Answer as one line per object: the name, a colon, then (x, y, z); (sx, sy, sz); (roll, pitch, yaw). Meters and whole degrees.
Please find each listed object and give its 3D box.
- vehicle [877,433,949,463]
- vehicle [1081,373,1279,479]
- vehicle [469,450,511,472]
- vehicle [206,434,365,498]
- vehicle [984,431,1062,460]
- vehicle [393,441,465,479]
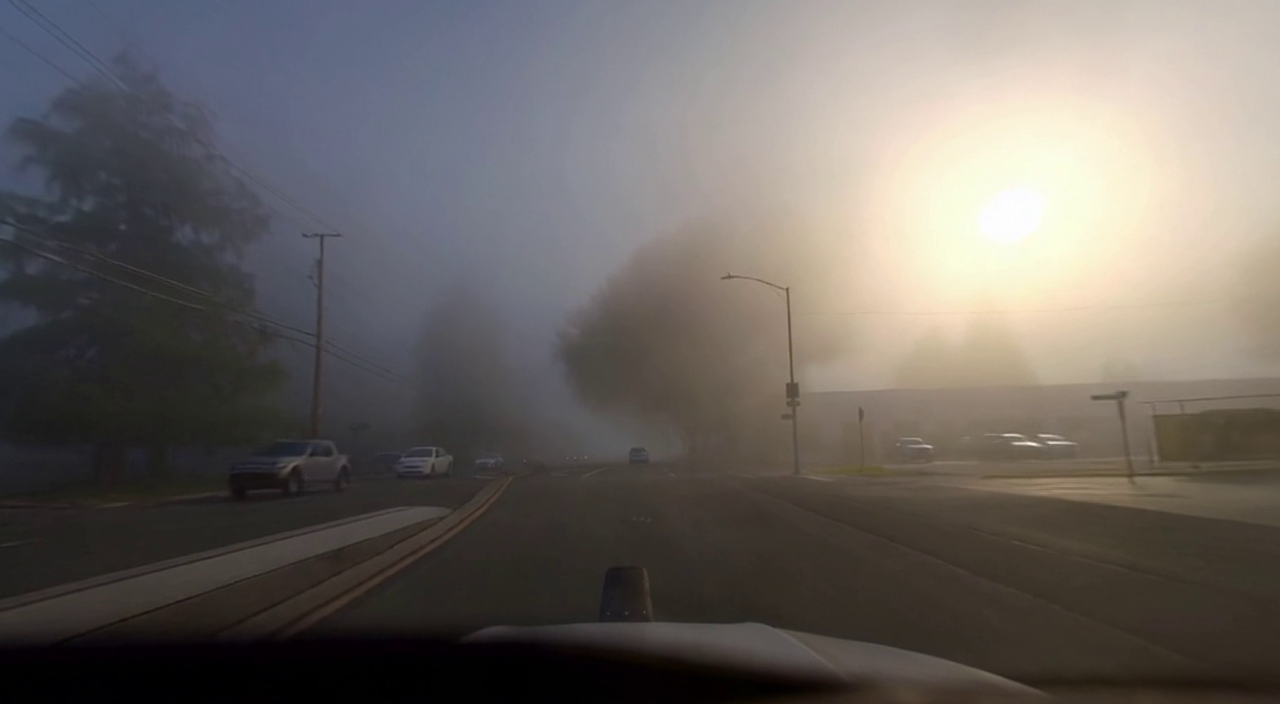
vehicle: (16.996, 6.052, 39.593); (2.021, 1.753, 4.941); (0, -9, -4)
vehicle: (19.047, 2.318, 19.533); (8.462, 3.012, 2.906); (0, -8, 0)
vehicle: (-10.847, 7.901, 45.914); (1.873, 1.516, 4.339); (0, -8, 1)
vehicle: (-10.743, 3.471, 19.646); (2.189, 1.747, 4.651); (0, -8, 1)
vehicle: (24.268, 5.989, 40.198); (1.996, 1.723, 4.576); (0, -10, -1)
vehicle: (-10.726, 5.490, 32.381); (2.000, 1.817, 4.624); (0, -8, 1)
